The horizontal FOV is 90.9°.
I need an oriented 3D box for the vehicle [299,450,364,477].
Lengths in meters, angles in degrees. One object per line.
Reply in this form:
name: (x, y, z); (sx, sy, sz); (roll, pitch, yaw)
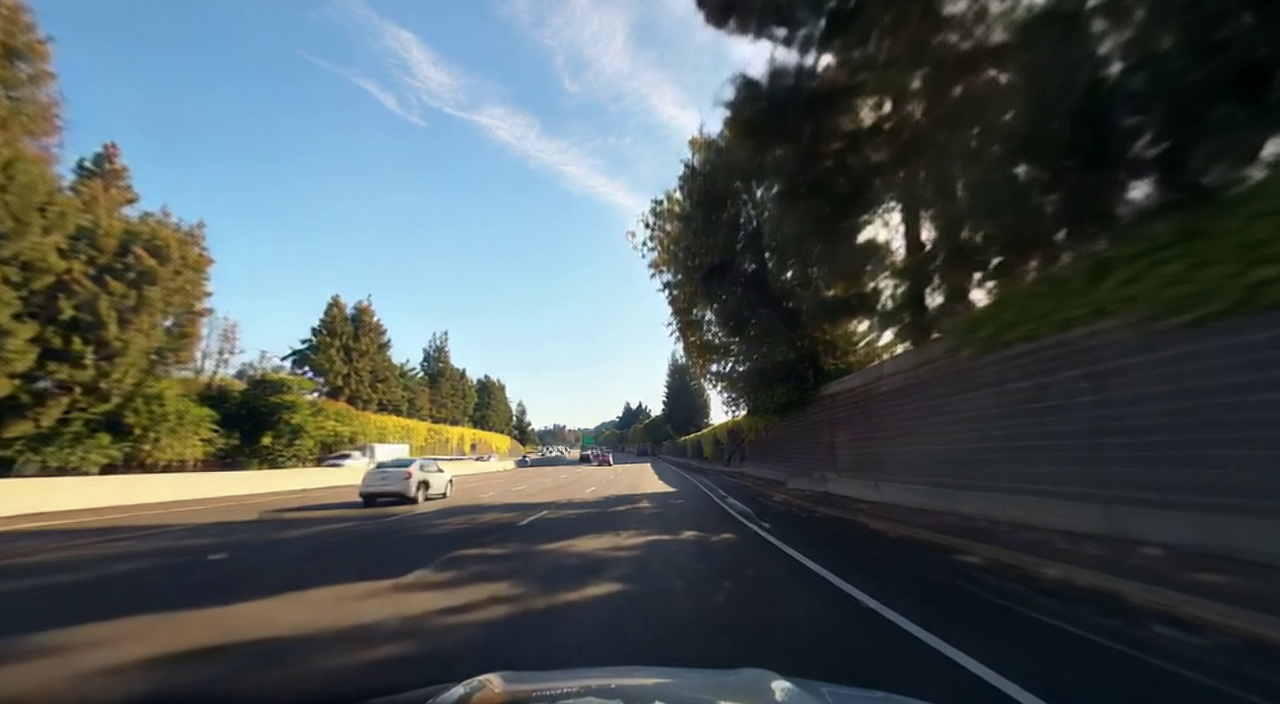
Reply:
vehicle: (-21.844, 7.899, 44.830); (2.228, 1.766, 4.662); (0, -9, -1)

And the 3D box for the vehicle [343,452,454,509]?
vehicle: (-7.024, 3.735, 18.754); (1.742, 1.494, 3.795); (0, -9, 0)
